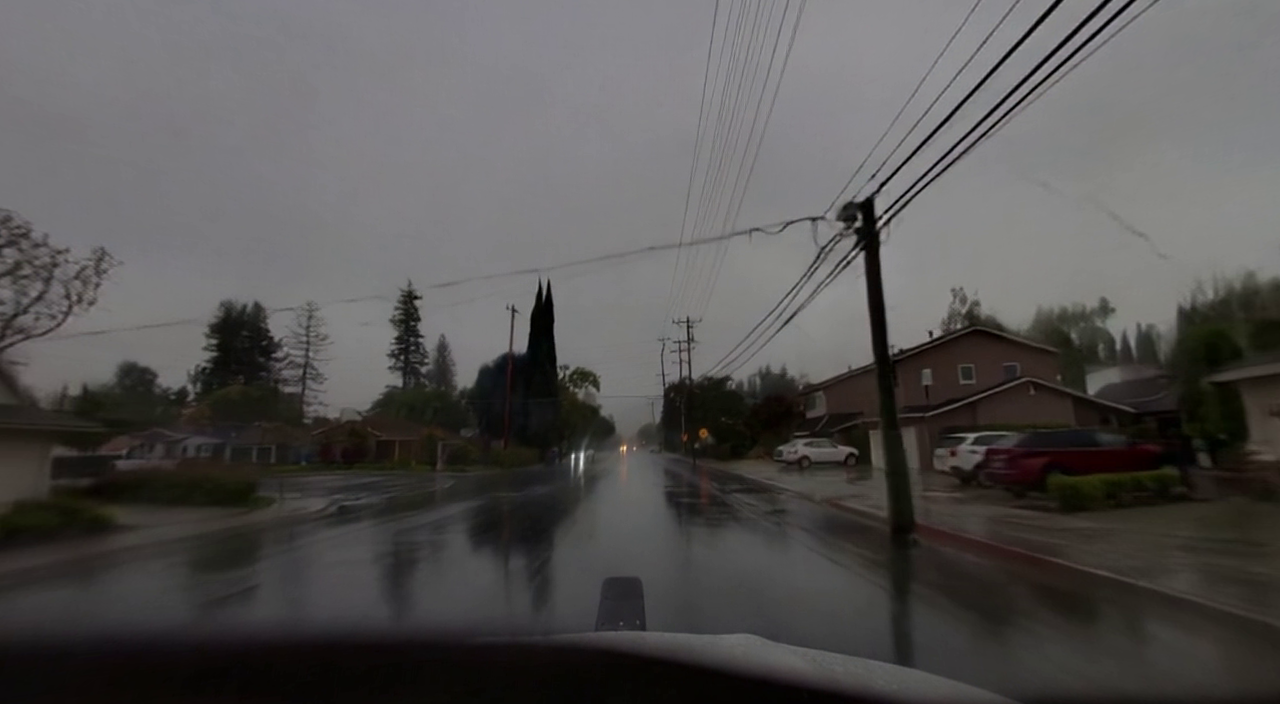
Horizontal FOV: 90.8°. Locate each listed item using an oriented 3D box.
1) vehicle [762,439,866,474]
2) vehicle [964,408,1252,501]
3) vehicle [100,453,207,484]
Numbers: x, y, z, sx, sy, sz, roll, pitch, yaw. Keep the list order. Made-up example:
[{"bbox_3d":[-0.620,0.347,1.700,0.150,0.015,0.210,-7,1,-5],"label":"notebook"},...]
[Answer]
[{"bbox_3d":[9.135,5.533,33.585,4.846,1.577,2.146,-2,-8,0],"label":"vehicle"},{"bbox_3d":[10.241,2.294,14.230,4.686,1.786,2.019,-3,-8,5],"label":"vehicle"},{"bbox_3d":[-27.028,6.464,35.204,4.360,1.582,1.920,0,-7,-2],"label":"vehicle"}]
